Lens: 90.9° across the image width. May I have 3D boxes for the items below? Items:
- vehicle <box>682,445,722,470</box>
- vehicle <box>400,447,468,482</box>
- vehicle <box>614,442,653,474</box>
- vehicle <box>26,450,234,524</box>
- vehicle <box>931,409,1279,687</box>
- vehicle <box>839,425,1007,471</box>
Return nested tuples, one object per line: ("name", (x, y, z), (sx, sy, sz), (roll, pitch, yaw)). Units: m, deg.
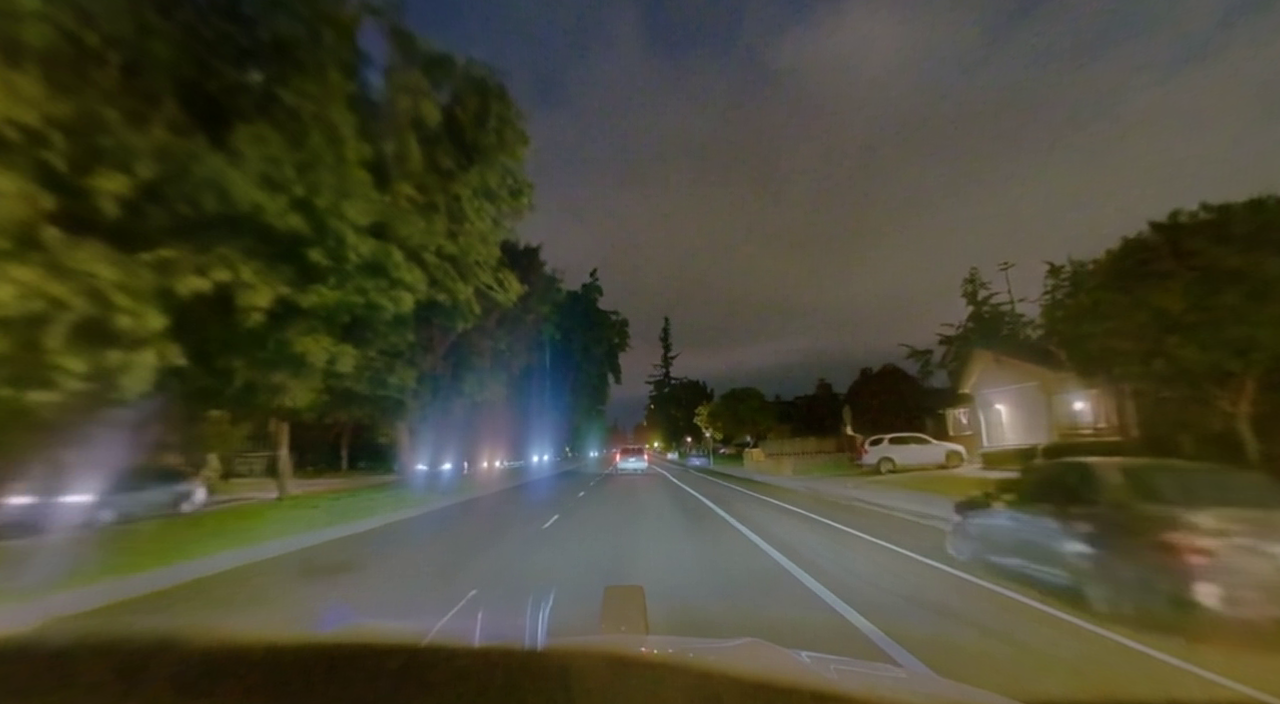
("vehicle", (3.937, 6.811, 40.881), (2.045, 1.517, 4.394), (0, -8, -2))
("vehicle", (-11.438, 6.237, 35.353), (2.232, 1.651, 4.777), (-3, -8, -1))
("vehicle", (-0.364, 5.797, 34.810), (2.024, 1.655, 4.301), (0, -8, -1))
("vehicle", (-14.724, 3.858, 18.714), (2.034, 1.810, 4.976), (-1, -8, -1))
("vehicle", (4.554, 1.378, 5.477), (2.020, 1.518, 4.255), (0, -8, 0))
("vehicle", (11.607, 3.993, 26.227), (5.876, 1.828, 2.268), (0, -8, 1))
